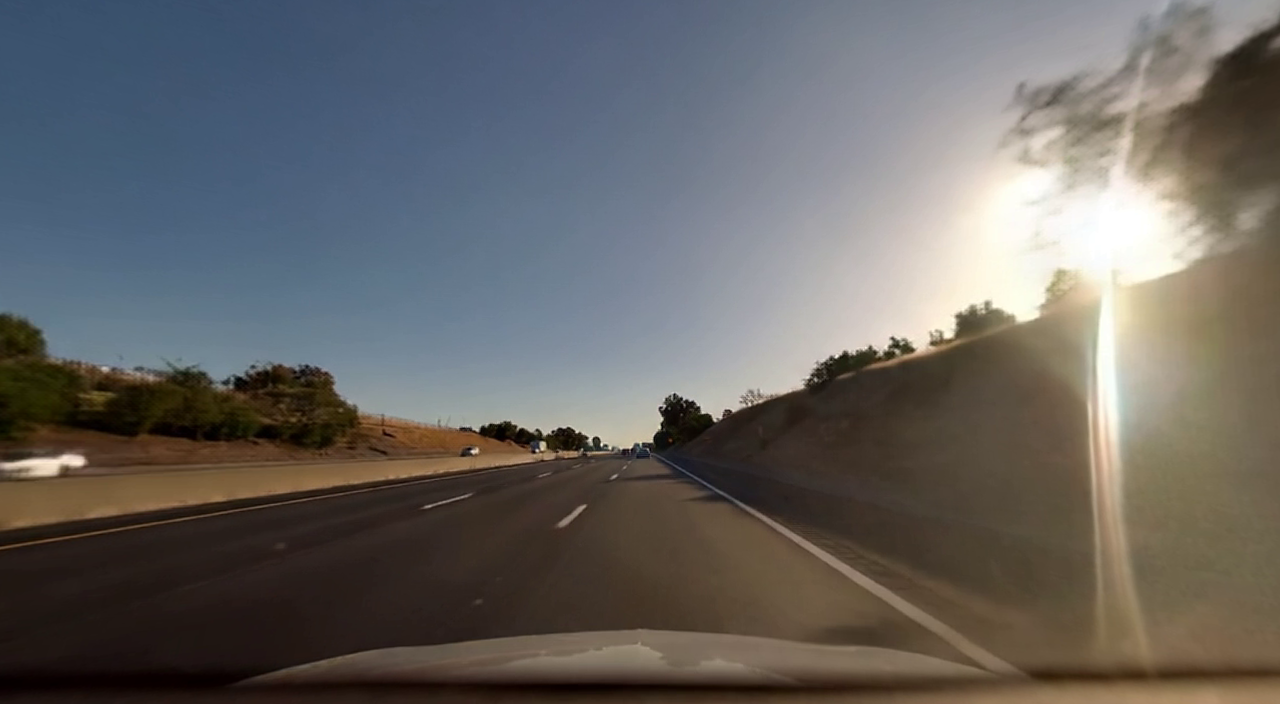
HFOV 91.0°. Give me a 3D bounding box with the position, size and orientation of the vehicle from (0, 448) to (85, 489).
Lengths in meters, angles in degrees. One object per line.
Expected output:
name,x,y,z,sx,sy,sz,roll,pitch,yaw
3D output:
vehicle,-31.088,5.777,31.487,2.071,1.866,4.912,0,-9,0
